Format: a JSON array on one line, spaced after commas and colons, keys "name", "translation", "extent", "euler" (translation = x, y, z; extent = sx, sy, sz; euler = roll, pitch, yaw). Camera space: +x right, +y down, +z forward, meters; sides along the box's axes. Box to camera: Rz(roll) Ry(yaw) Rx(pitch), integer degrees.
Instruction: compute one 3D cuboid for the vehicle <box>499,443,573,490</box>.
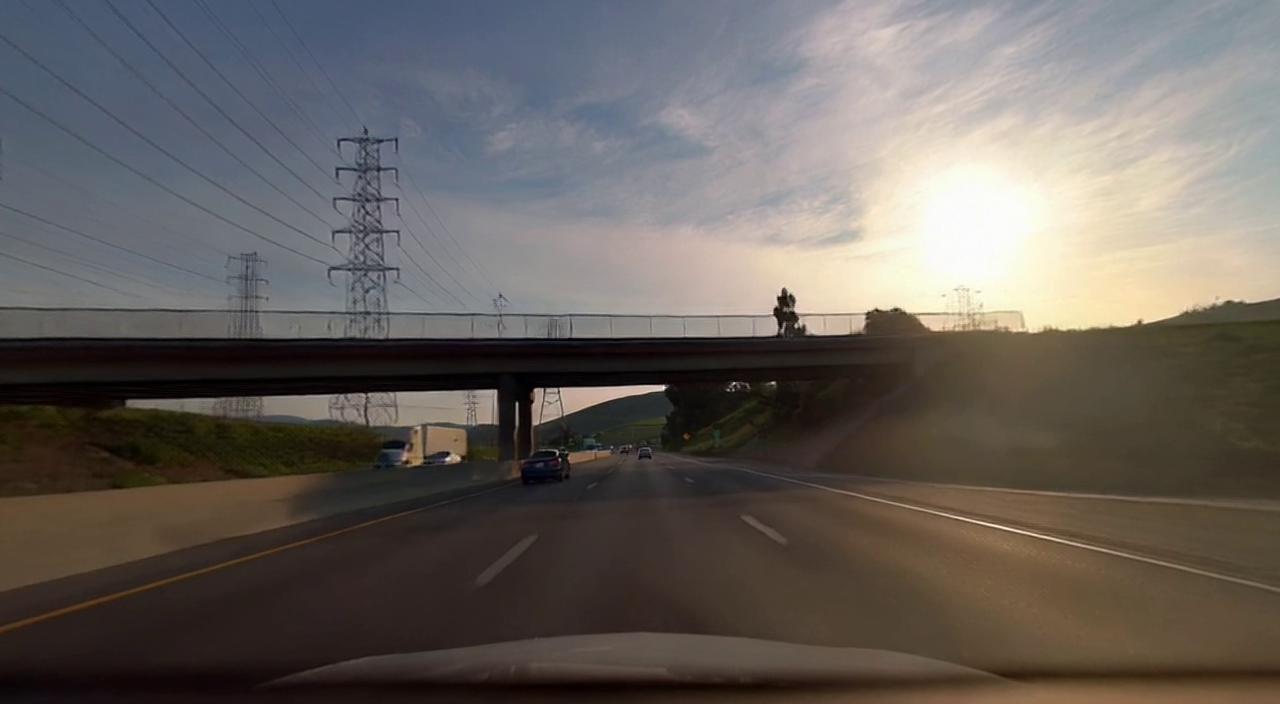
[{"name": "vehicle", "translation": [-3.658, 4.105, 22.869], "extent": [1.924, 1.550, 4.165], "euler": [0, -9, 1]}]
